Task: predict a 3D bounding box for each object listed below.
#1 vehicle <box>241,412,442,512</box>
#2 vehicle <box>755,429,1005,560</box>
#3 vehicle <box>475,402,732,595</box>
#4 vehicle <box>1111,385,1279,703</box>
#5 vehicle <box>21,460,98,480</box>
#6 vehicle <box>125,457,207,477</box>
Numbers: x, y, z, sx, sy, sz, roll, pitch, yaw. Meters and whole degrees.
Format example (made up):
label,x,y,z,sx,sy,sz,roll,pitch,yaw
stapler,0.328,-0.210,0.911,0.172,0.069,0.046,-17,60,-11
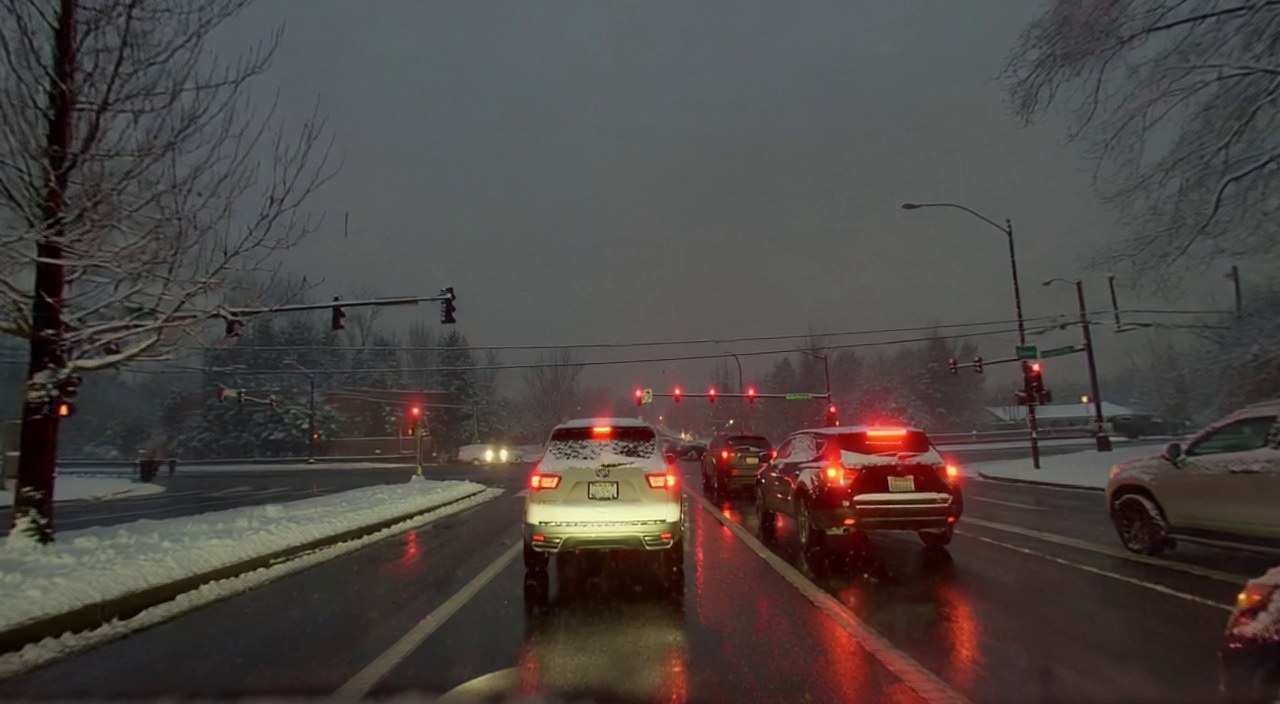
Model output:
label,x,y,z,sx,sy,sz,roll,pitch,yaw
vehicle,-6.711,2.557,15.000,2.214,1.953,5.017,0,-8,1
vehicle,3.167,1.972,9.495,1.971,1.473,4.495,0,-8,0
vehicle,-0.308,1.591,7.634,2.256,1.694,4.055,0,-8,0
vehicle,3.309,0.671,0.842,1.980,1.515,4.362,0,-8,1
vehicle,-45.652,9.275,49.412,4.232,1.498,1.791,0,-8,1
vehicle,-37.308,9.055,49.488,4.914,1.487,1.850,0,-8,0
